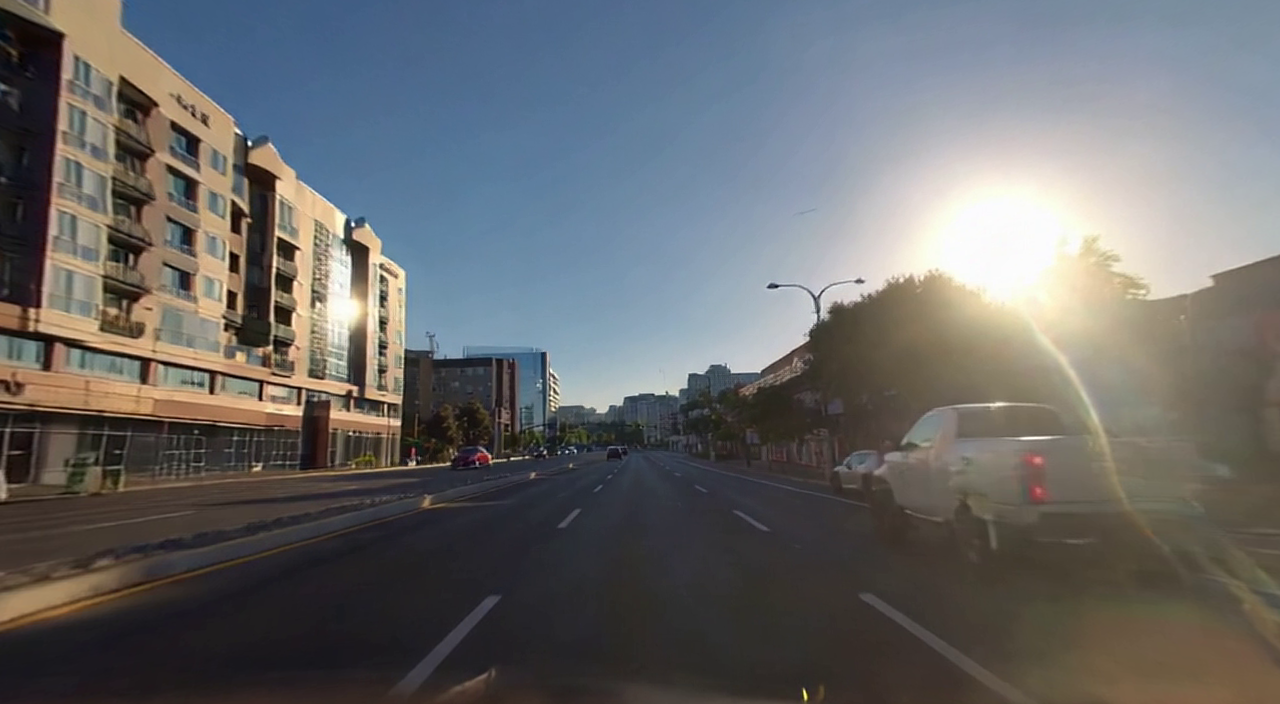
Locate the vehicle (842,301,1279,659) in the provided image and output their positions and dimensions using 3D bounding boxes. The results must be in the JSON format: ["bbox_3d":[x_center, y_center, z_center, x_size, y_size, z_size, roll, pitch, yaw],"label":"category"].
[{"bbox_3d":[4.717,1.275,7.258,2.723,2.409,5.869,0,-9,-1],"label":"vehicle"}]

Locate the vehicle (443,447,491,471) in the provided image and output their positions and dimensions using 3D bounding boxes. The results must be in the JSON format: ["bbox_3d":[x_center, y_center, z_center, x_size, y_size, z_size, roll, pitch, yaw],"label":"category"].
[{"bbox_3d":[-11.247,6.985,41.375,1.834,1.482,4.349,0,-9,0],"label":"vehicle"}]
